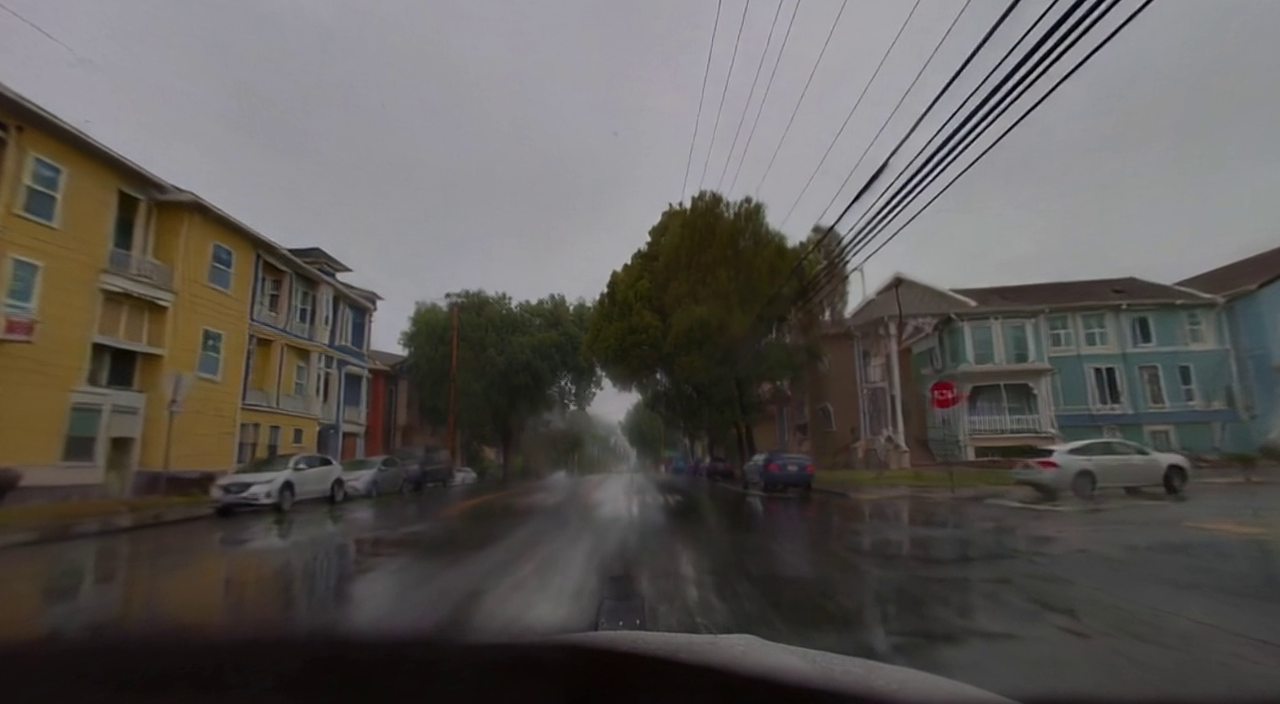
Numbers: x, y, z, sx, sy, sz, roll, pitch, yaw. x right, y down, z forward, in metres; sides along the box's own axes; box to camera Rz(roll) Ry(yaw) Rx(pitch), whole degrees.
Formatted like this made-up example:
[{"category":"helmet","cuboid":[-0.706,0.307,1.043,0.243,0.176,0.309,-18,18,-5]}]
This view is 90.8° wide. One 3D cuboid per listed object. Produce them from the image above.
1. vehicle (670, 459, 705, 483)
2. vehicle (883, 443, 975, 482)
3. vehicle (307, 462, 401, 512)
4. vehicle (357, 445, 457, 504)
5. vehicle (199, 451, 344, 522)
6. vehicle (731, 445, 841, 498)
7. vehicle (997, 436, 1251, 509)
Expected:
[{"category":"vehicle","cuboid":[3.387,8.615,45.992,1.917,1.434,4.733,-2,-9,-3]},{"category":"vehicle","cuboid":[12.913,4.954,28.378,3.545,1.448,2.041,-5,-4,24]},{"category":"vehicle","cuboid":[-10.777,5.069,24.165,1.826,1.455,4.475,-5,-8,-5]},{"category":"vehicle","cuboid":[-10.909,5.744,30.261,2.687,2.491,5.936,0,-9,-2]},{"category":"vehicle","cuboid":[-10.447,3.830,18.394,1.900,1.683,4.486,-2,-10,-6]},{"category":"vehicle","cuboid":[4.578,3.826,20.680,2.059,1.502,4.824,1,-9,-5]},{"category":"vehicle","cuboid":[10.582,2.603,13.975,4.336,1.424,1.954,1,-9,-11]}]
